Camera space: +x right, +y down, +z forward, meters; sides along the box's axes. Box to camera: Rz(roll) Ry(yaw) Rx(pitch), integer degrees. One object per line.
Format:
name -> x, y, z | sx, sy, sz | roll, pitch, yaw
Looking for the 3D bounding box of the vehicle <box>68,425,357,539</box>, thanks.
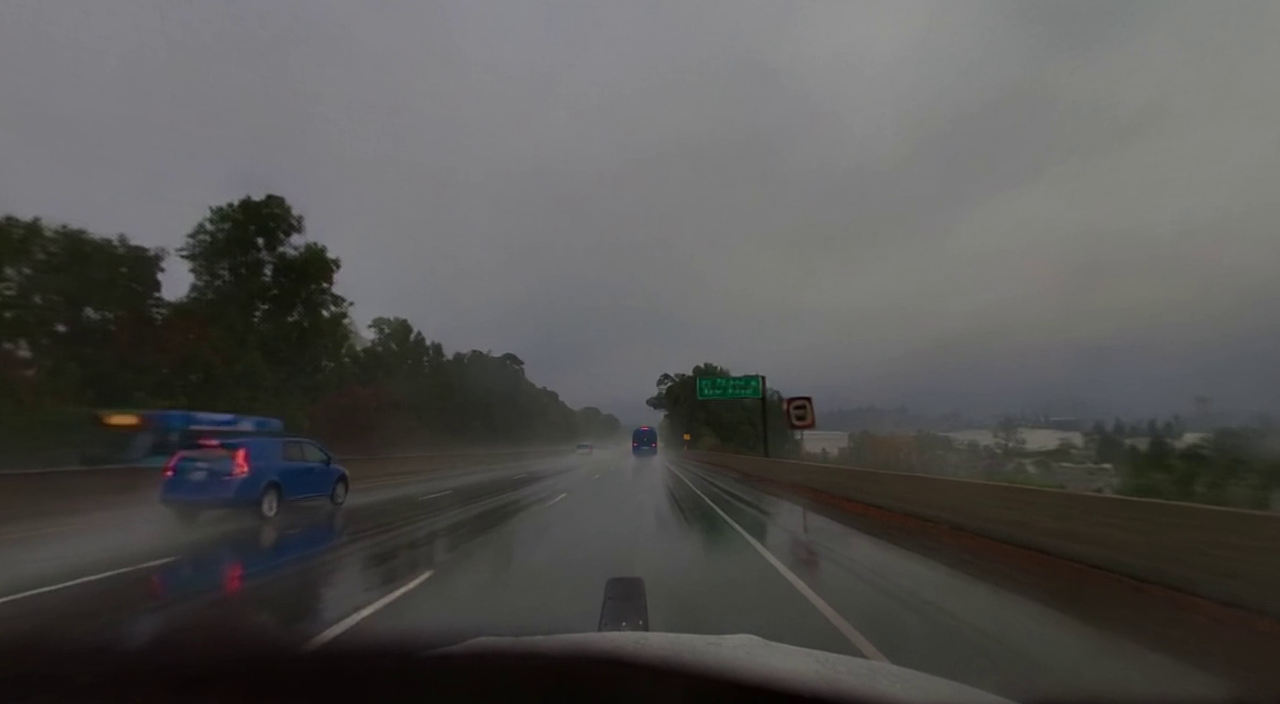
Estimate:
vehicle -> -7.459, 2.283, 11.806 | 2.080, 1.674, 4.660 | 0, -8, 1
